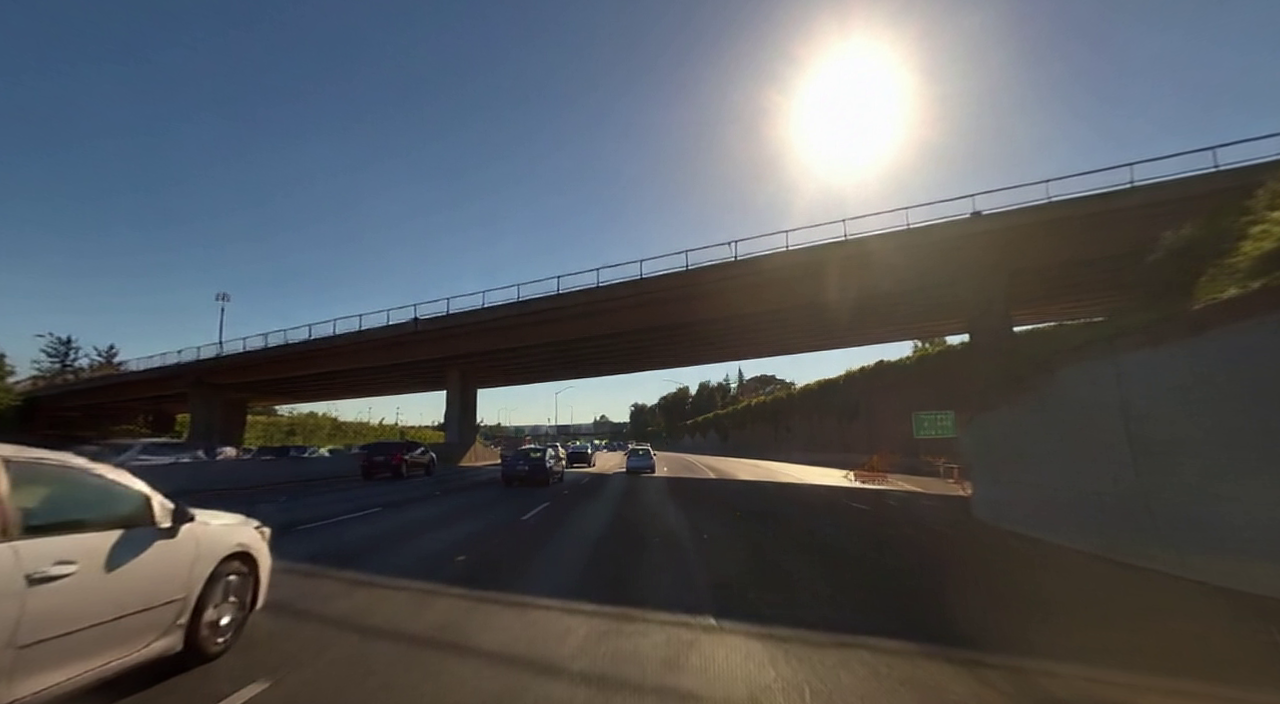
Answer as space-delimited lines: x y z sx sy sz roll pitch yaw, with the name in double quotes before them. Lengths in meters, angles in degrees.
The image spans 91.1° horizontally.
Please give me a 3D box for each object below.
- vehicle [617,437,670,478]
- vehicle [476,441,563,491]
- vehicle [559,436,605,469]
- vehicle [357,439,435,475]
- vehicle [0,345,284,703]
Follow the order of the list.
"vehicle" 0.149 4.673 28.191 2.160 1.678 4.178 0 -8 0
"vehicle" -3.952 3.795 21.382 1.997 1.490 4.471 0 -8 1
"vehicle" -3.449 6.067 38.112 2.237 1.841 4.683 0 -8 1
"vehicle" -11.745 5.068 30.579 1.954 1.640 4.339 0 -8 1
"vehicle" -3.804 0.833 2.491 2.161 1.759 4.482 0 -8 -1
